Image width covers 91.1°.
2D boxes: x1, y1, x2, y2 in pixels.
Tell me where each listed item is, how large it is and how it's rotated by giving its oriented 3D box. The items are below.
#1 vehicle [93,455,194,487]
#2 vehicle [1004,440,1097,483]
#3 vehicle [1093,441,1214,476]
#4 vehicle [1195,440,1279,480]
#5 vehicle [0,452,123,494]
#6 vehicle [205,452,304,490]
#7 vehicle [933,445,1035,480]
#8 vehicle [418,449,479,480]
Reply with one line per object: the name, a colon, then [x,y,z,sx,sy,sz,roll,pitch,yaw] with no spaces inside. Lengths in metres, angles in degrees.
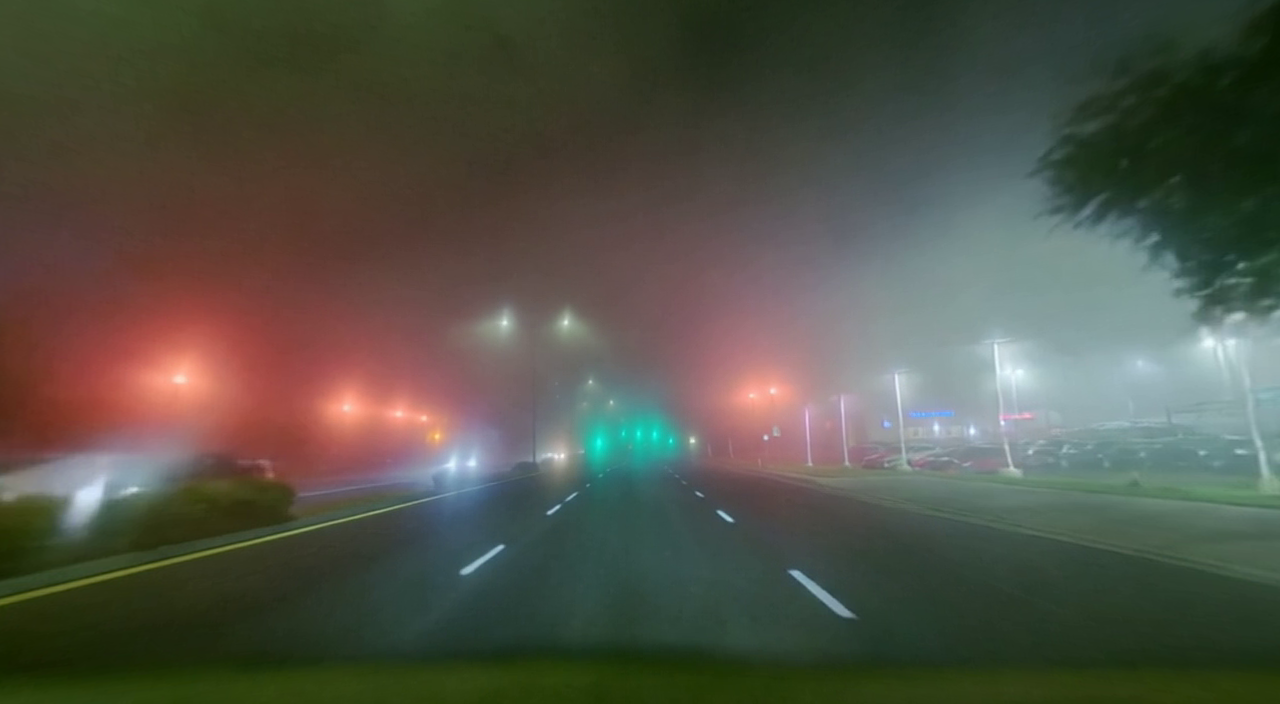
vehicle: [-30.815,7.367,39.122,4.584,1.790,1.858,5,-10,-30]
vehicle: [18.664,4.926,28.541,3.754,1.844,2.002,5,-10,-31]
vehicle: [27.289,5.664,33.499,4.478,1.746,2.159,0,-8,0]
vehicle: [26.869,4.613,27.039,4.057,1.647,1.981,0,-8,-3]
vehicle: [-29.616,6.084,31.902,5.319,1.985,2.410,-3,-9,16]
vehicle: [-20.035,6.173,32.916,2.218,1.788,4.604,0,-9,0]
vehicle: [16.653,5.292,30.381,4.313,1.584,2.282,5,-10,-29]
vehicle: [-9.678,5.686,32.075,1.880,1.461,4.446,0,-9,-3]
